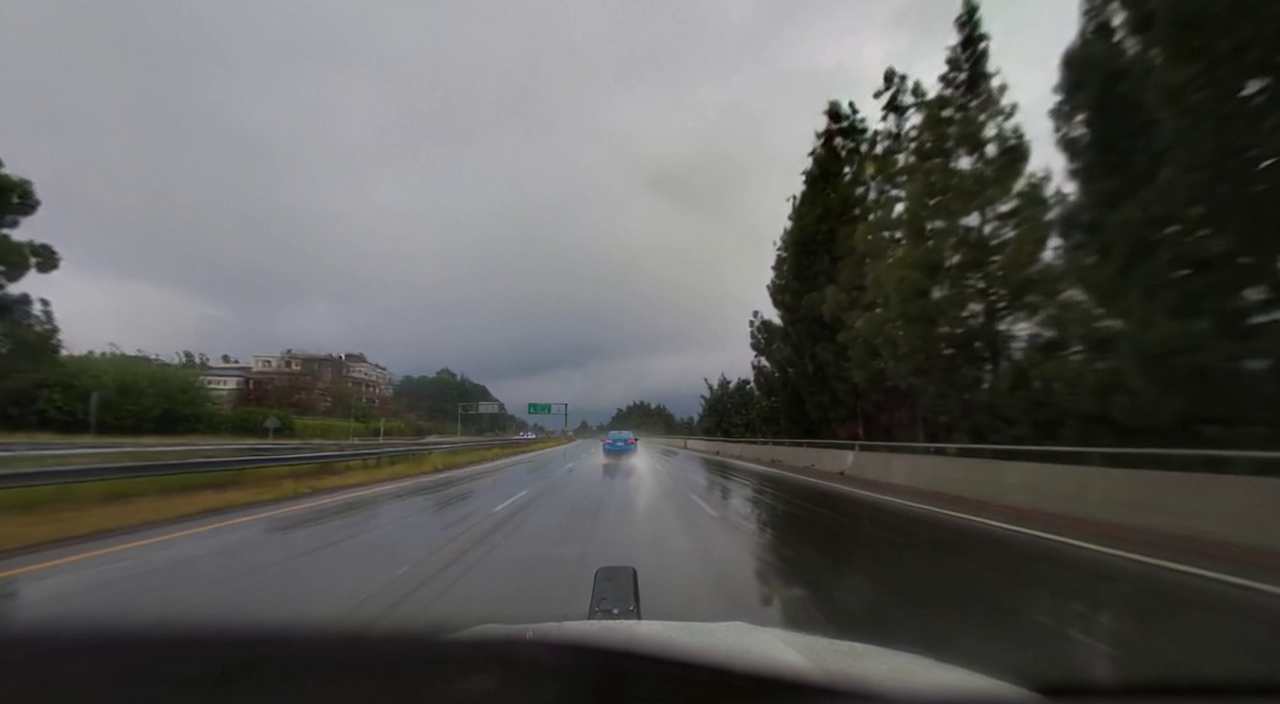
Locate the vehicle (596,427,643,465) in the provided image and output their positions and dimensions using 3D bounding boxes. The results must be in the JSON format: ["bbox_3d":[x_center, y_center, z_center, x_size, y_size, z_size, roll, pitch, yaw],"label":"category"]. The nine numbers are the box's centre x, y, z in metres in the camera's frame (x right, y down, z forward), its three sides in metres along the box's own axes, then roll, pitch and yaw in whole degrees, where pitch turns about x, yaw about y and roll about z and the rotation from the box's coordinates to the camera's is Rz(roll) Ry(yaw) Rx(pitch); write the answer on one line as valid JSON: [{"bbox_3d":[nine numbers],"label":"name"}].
[{"bbox_3d":[-0.983,4.317,29.101,2.020,1.633,3.942,0,-8,-3],"label":"vehicle"}]
